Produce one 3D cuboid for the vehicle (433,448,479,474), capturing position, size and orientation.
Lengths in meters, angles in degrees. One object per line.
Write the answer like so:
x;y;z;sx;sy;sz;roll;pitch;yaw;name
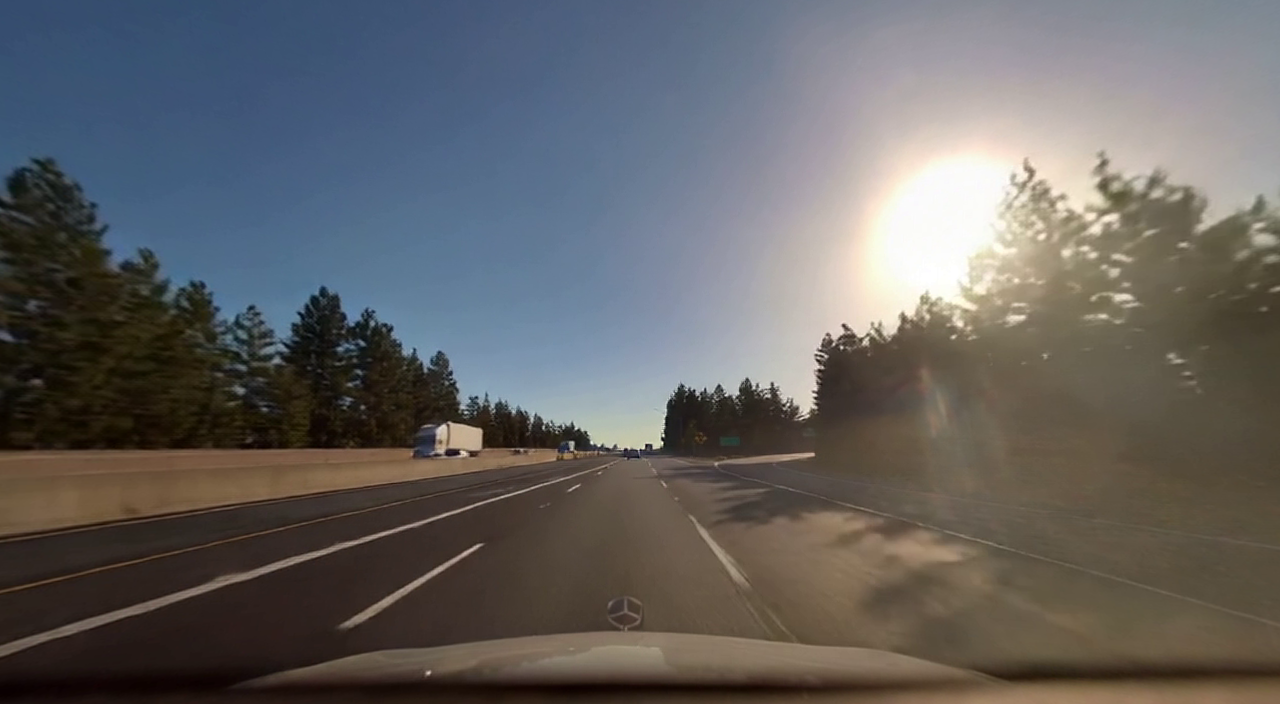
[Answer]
-11.961;7.061;41.224;1.862;1.580;3.706;0;-9;1;vehicle
